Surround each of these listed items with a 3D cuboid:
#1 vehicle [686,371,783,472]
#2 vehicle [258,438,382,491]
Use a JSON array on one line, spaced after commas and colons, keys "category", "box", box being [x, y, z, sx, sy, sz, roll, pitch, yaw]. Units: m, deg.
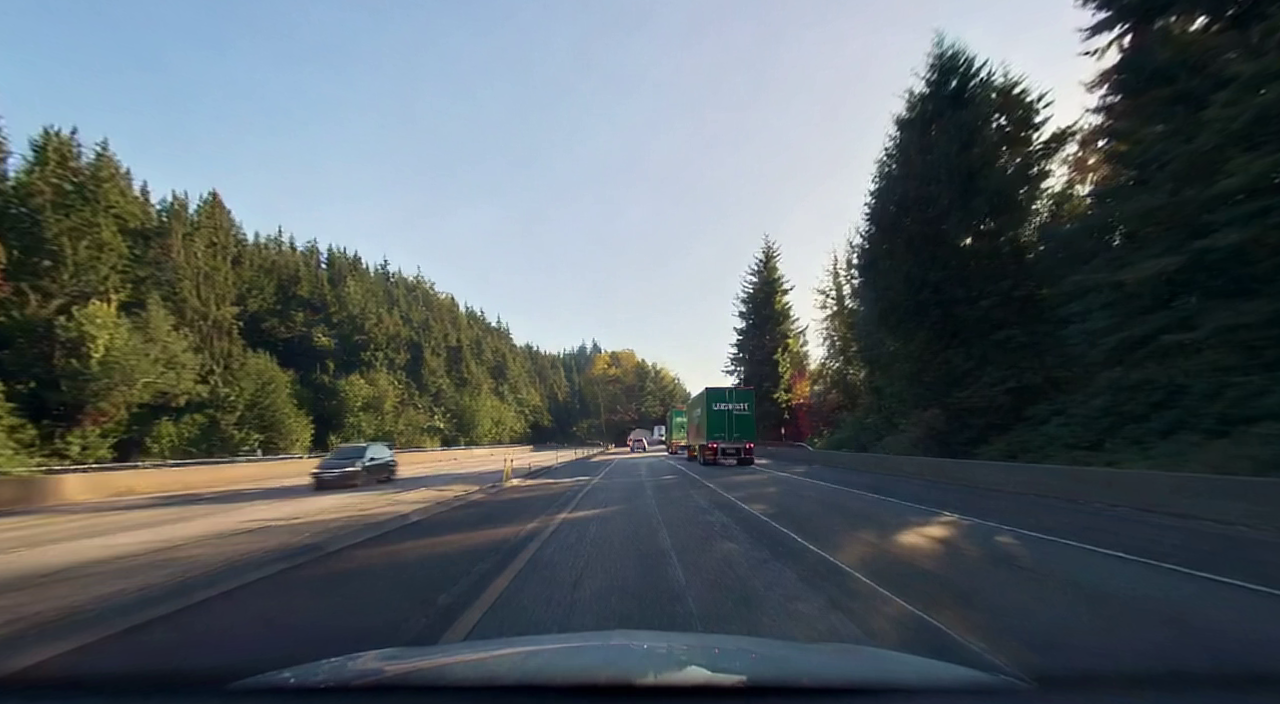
[{"category": "vehicle", "box": [3.927, 3.241, 28.365, 3.006, 3.850, 8.310, -1, -8, 0]}, {"category": "vehicle", "box": [-10.596, 3.722, 21.240, 2.051, 1.573, 4.029, -1, -8, 0]}]
